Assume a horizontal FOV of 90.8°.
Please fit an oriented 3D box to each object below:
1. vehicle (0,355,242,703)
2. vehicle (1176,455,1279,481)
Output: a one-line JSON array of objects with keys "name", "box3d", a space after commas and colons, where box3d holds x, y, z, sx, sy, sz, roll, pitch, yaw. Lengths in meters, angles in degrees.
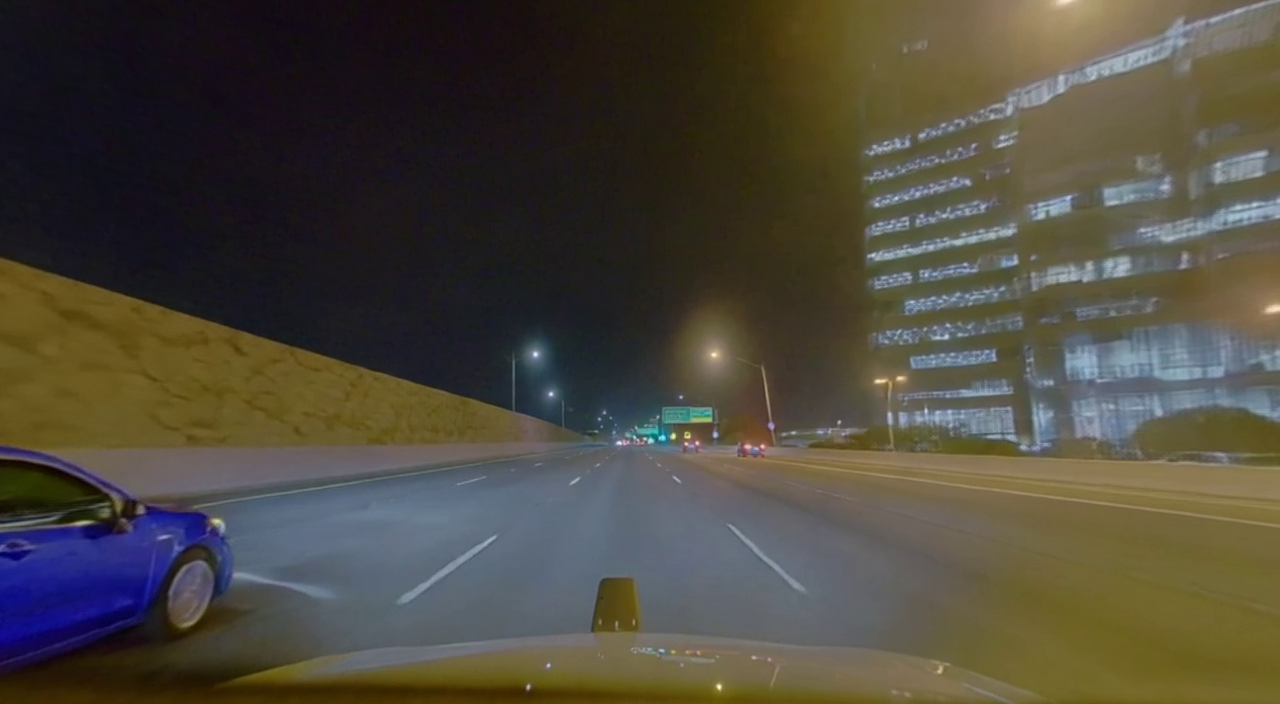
[{"name": "vehicle", "box3d": [-3.779, 0.760, 2.148, 2.070, 1.641, 4.315, 0, -8, -1]}, {"name": "vehicle", "box3d": [34.274, 6.775, 36.904, 4.252, 1.444, 1.702, 0, -8, 1]}]
